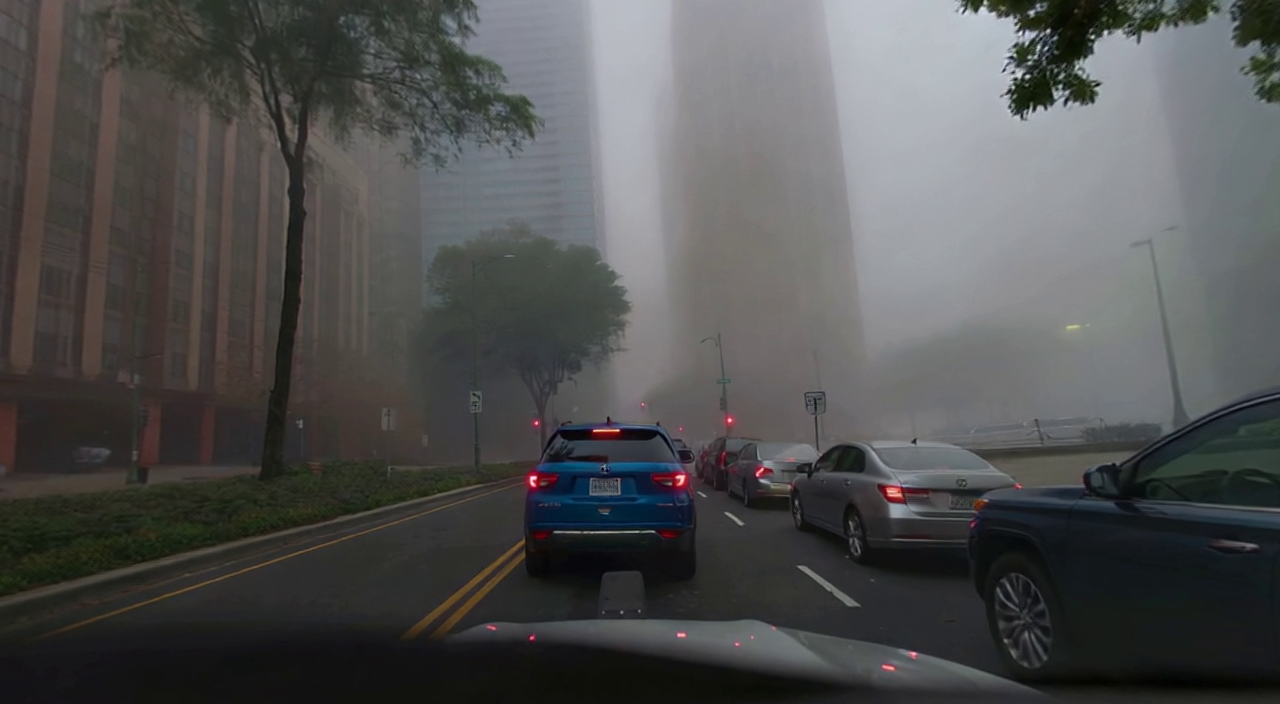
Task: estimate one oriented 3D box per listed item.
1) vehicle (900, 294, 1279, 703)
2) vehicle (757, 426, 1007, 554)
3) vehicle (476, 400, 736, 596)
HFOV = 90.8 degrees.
[{"bbox_3d":[2.997,0.752,2.241,2.063,1.760,4.664,0,-9,-1],"label":"vehicle"},{"bbox_3d":[3.288,1.977,9.813,1.941,1.482,4.632,0,-9,-2],"label":"vehicle"},{"bbox_3d":[-0.349,1.578,7.612,2.249,1.684,4.084,0,-9,-2],"label":"vehicle"}]
